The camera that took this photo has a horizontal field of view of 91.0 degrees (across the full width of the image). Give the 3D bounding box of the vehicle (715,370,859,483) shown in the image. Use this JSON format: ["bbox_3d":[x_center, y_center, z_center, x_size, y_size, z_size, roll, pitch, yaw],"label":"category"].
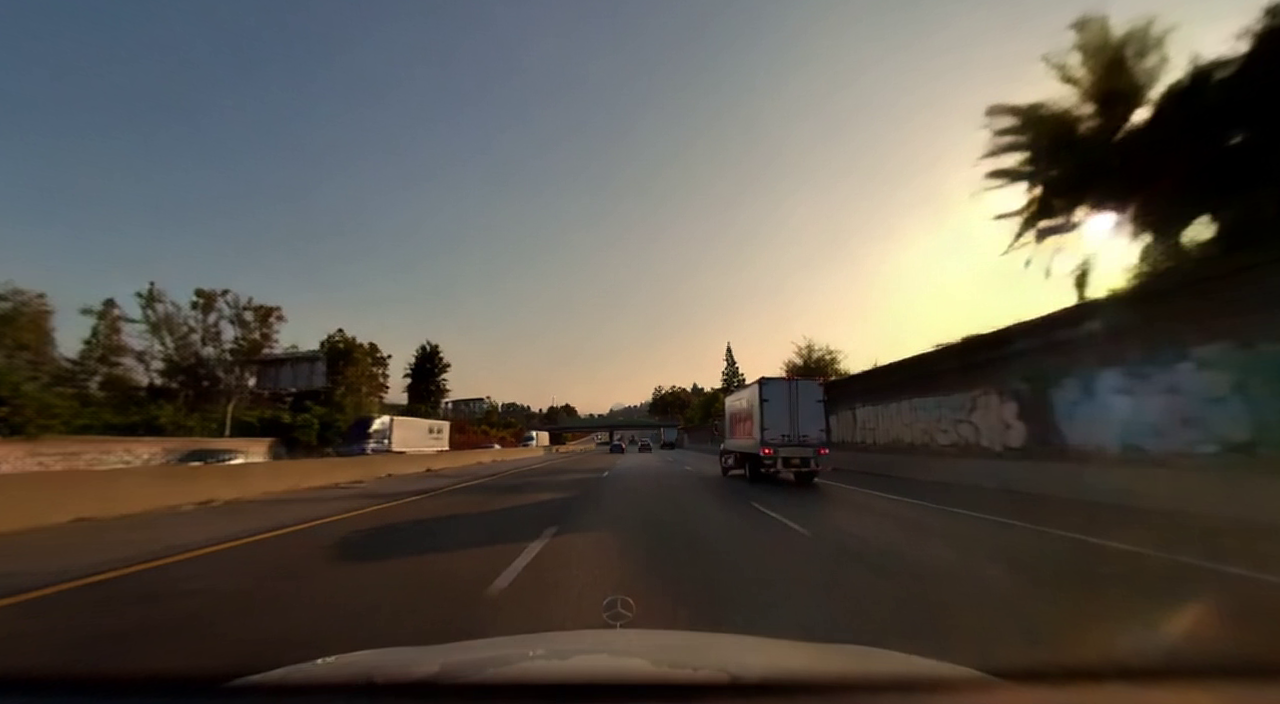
[{"bbox_3d":[5.197,3.035,24.889,2.949,3.470,10.539,0,-8,-1],"label":"vehicle"}]
